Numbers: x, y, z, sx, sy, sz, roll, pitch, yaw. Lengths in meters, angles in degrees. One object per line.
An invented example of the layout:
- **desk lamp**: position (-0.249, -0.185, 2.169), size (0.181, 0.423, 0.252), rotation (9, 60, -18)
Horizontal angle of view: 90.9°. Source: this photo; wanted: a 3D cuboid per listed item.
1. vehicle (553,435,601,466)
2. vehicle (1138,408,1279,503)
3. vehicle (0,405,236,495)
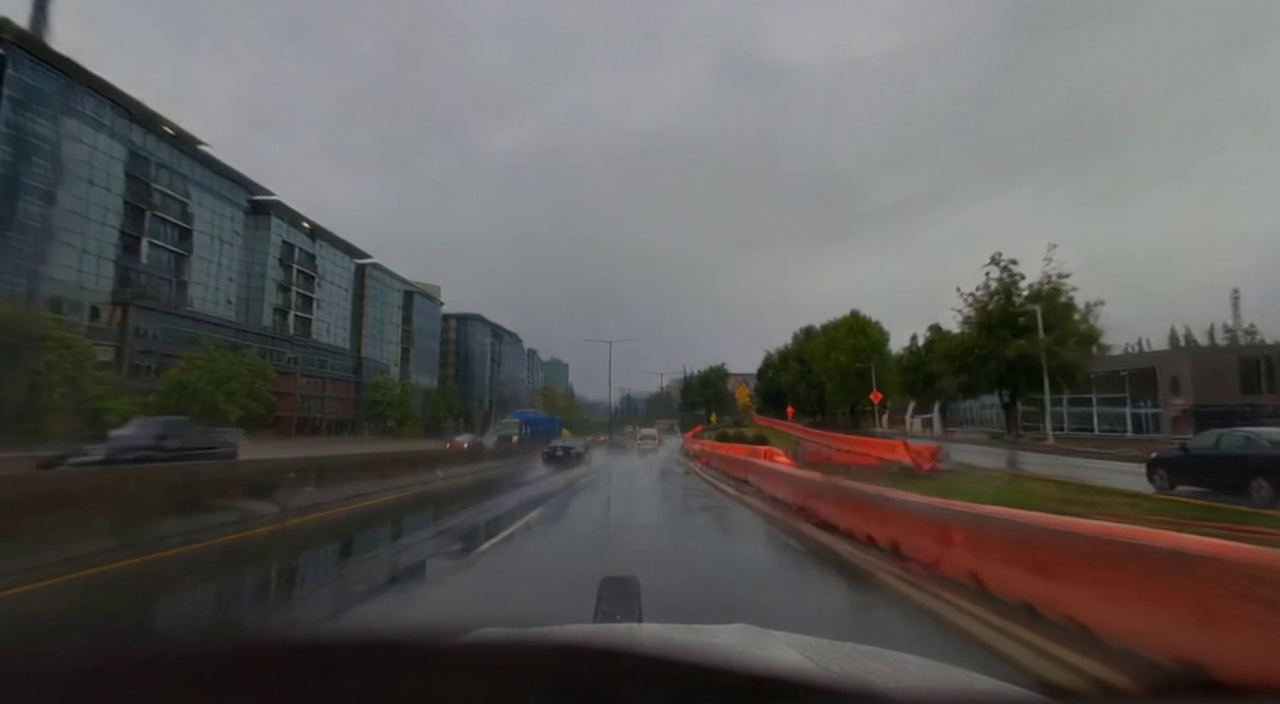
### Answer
- **vehicle**: position (-3.098, 4.936, 31.731), size (1.848, 1.406, 4.013), rotation (0, -8, 2)
- **vehicle**: position (11.212, 1.824, 11.206), size (1.913, 1.499, 3.581), rotation (0, -8, 5)
- **vehicle**: position (-13.426, 2.553, 16.696), size (2.013, 1.983, 4.980), rotation (0, -8, 1)
